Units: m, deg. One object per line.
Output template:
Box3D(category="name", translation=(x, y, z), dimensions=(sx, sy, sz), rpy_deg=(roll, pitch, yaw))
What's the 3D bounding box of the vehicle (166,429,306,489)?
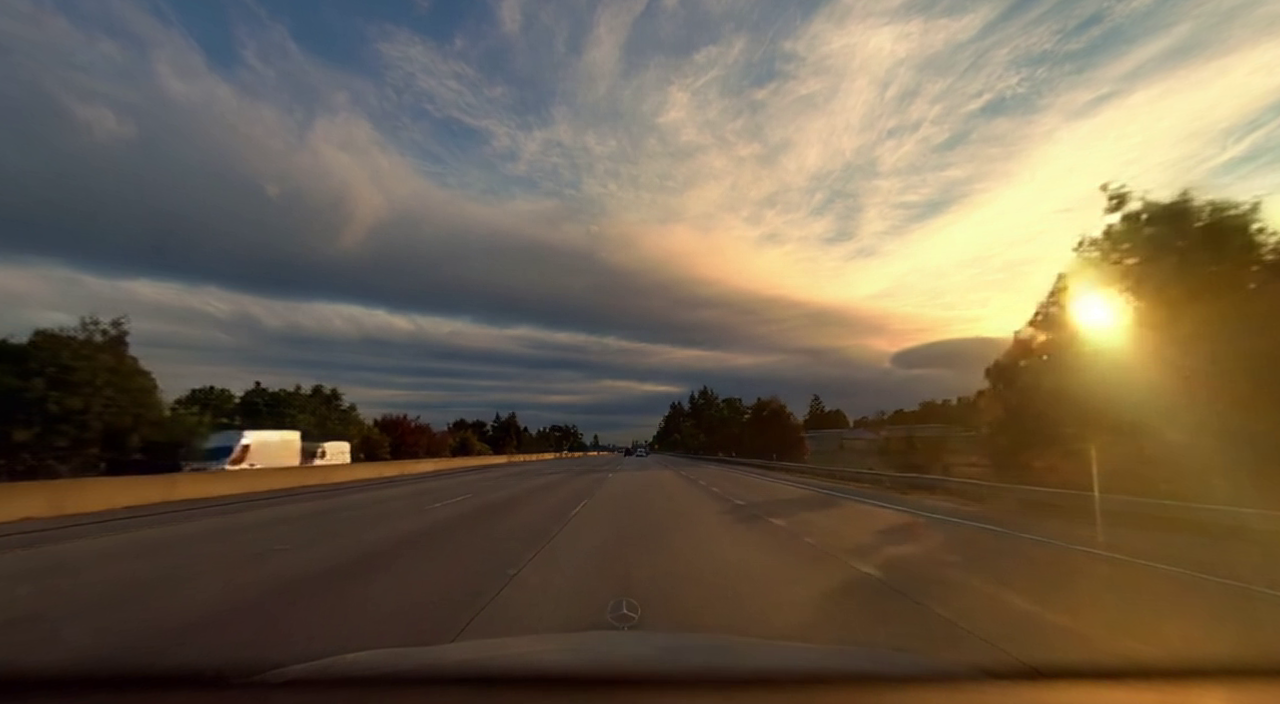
Box3D(category="vehicle", translation=(-19.750, 5.271, 31.456), dimensions=(2.271, 2.580, 7.002), rpy_deg=(0, -9, 0))
